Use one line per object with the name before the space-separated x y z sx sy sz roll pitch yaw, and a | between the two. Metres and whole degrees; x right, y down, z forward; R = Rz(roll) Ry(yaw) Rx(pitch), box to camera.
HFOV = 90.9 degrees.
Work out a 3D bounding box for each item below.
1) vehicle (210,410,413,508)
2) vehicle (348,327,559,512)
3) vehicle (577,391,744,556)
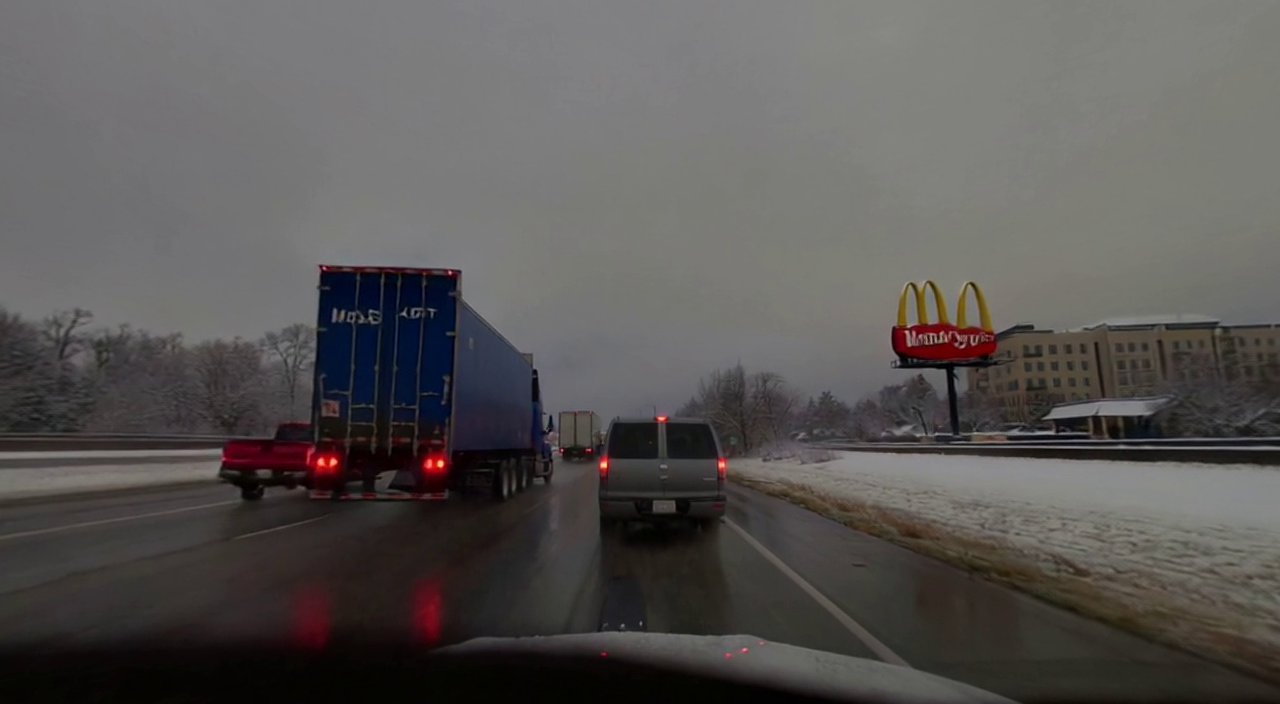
vehicle | -7.905 2.660 16.070 2.218 2.047 5.586 0 -9 -1
vehicle | -4.064 1.893 16.267 2.814 3.513 8.529 0 -9 0
vehicle | 0.148 1.717 9.466 1.947 1.910 4.040 0 -9 -3
